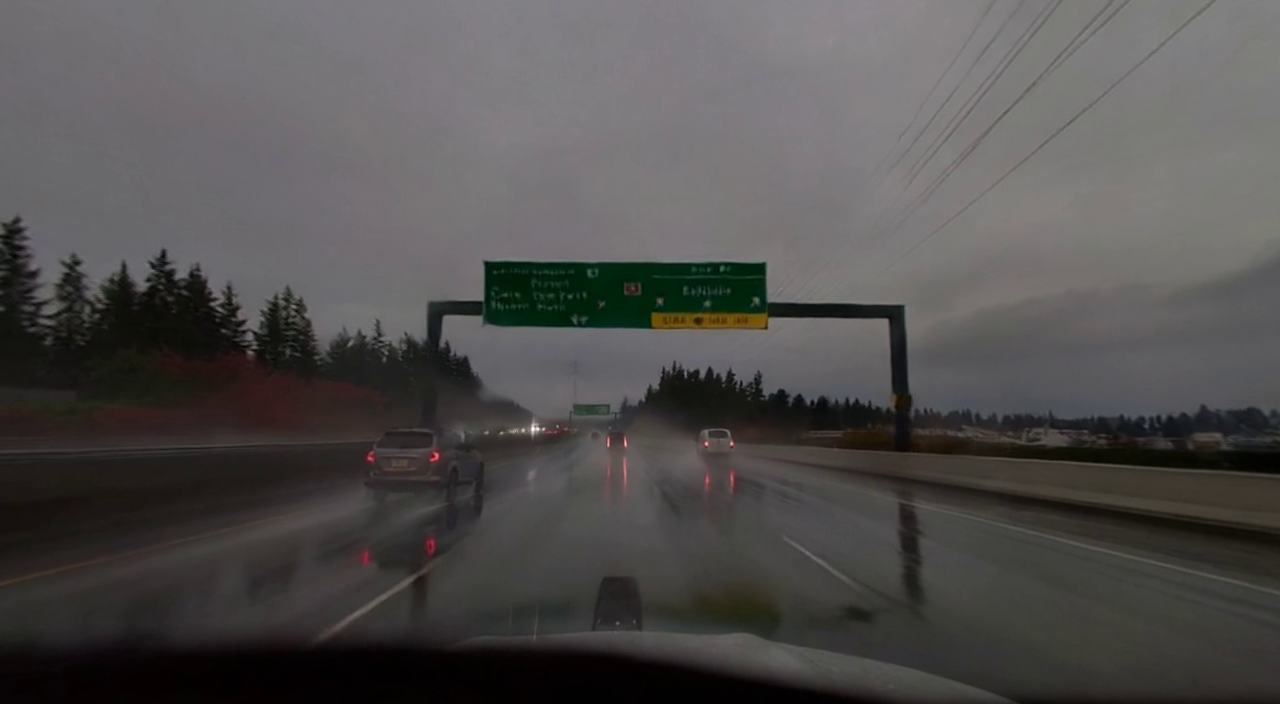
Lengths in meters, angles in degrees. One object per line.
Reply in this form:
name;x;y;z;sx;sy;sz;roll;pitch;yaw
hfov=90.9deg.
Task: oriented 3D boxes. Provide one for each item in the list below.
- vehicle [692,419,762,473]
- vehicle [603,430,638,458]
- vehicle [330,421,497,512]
vehicle;3.240;3.575;24.128;1.976;1.905;3.263;0;-8;-4
vehicle;-1.317;5.970;41.028;2.159;1.690;3.720;0;-8;-3
vehicle;-4.521;2.319;13.375;2.100;1.590;4.077;0;-7;-1
